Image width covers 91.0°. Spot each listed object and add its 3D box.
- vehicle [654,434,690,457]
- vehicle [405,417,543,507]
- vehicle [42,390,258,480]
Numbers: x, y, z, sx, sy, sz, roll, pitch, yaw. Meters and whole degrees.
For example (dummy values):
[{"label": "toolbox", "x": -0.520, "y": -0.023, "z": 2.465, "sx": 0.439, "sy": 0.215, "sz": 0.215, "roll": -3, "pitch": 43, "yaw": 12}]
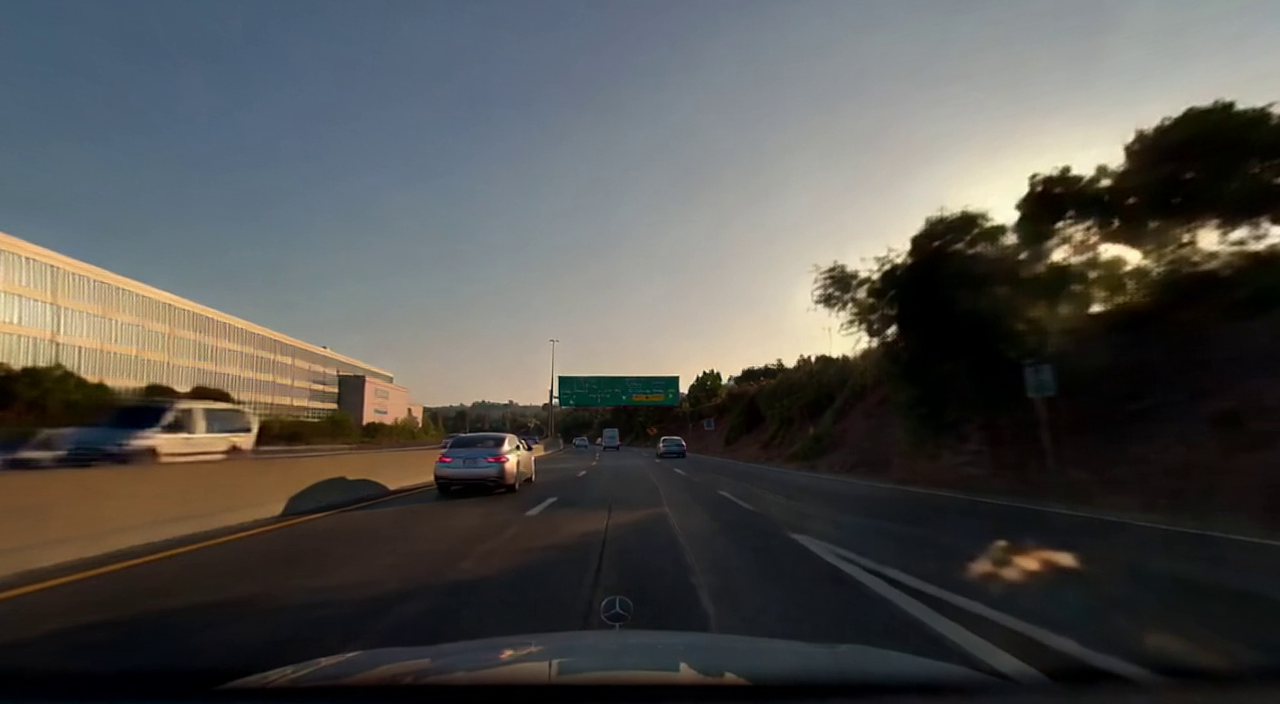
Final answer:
[{"label": "vehicle", "x": 2.354, "y": 7.007, "z": 47.299, "sx": 2.078, "sy": 1.608, "sz": 3.982, "roll": 0, "pitch": -8, "yaw": -5}, {"label": "vehicle", "x": -3.600, "y": 2.465, "z": 14.595, "sx": 2.080, "sy": 1.733, "sz": 4.410, "roll": 0, "pitch": -8, "yaw": -1}, {"label": "vehicle", "x": -17.642, "y": 3.113, "z": 23.412, "sx": 2.697, "sy": 2.823, "sz": 6.718, "roll": 0, "pitch": -8, "yaw": -2}]
